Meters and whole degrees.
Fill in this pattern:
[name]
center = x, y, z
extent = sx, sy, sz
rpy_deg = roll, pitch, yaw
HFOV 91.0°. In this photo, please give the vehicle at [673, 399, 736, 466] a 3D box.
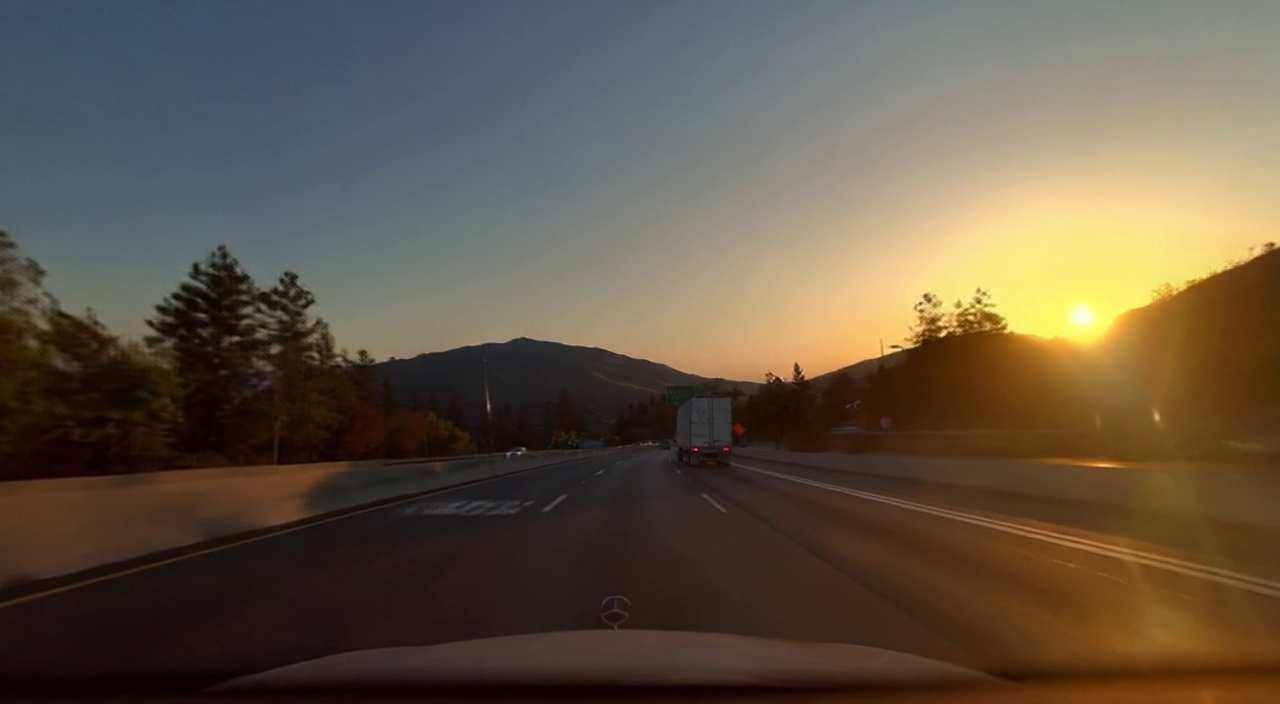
[vehicle]
center = 4.317, 5.896, 45.533
extent = 2.960, 4.099, 14.097
rpy_deg = 0, -8, -1
